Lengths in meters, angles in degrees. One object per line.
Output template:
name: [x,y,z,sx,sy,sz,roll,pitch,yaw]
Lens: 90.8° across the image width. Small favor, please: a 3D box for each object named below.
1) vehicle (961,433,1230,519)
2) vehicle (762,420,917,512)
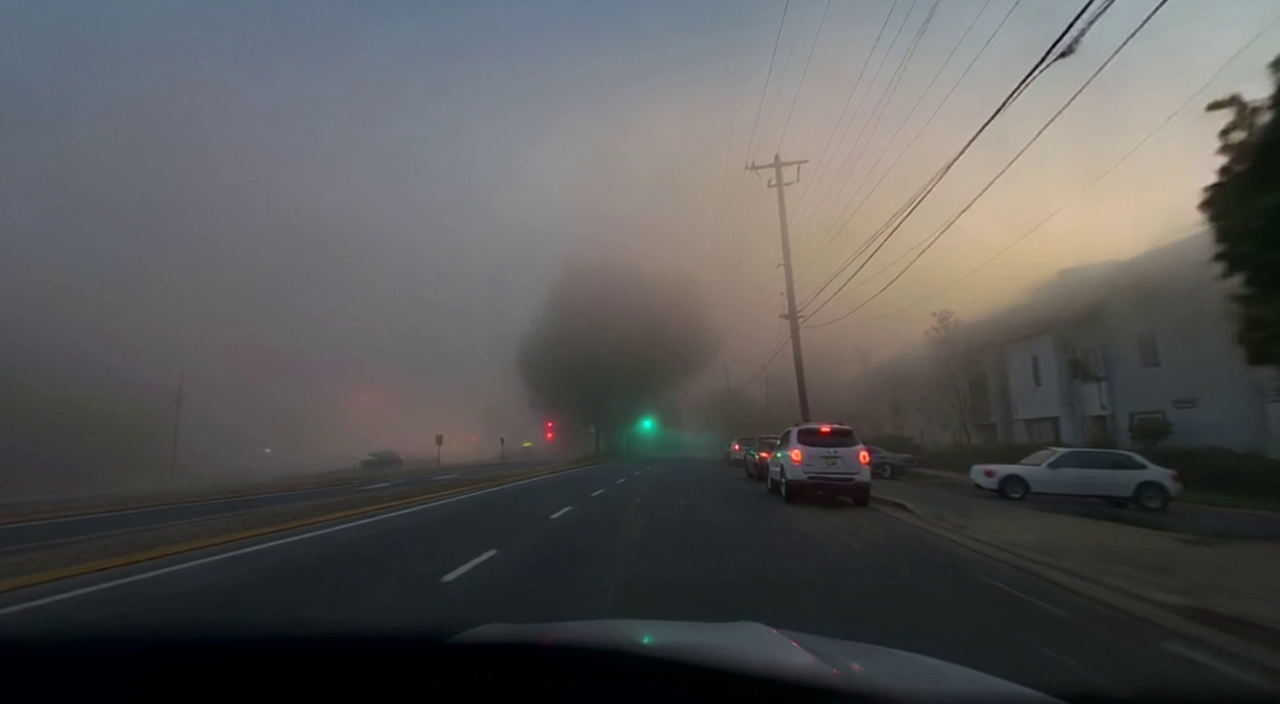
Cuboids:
vehicle: [10.517,2.816,14.976,2.038,1.680,4.660,7,-10,-37]
vehicle: [4.477,2.653,15.225,2.359,1.817,4.985,0,-8,3]
